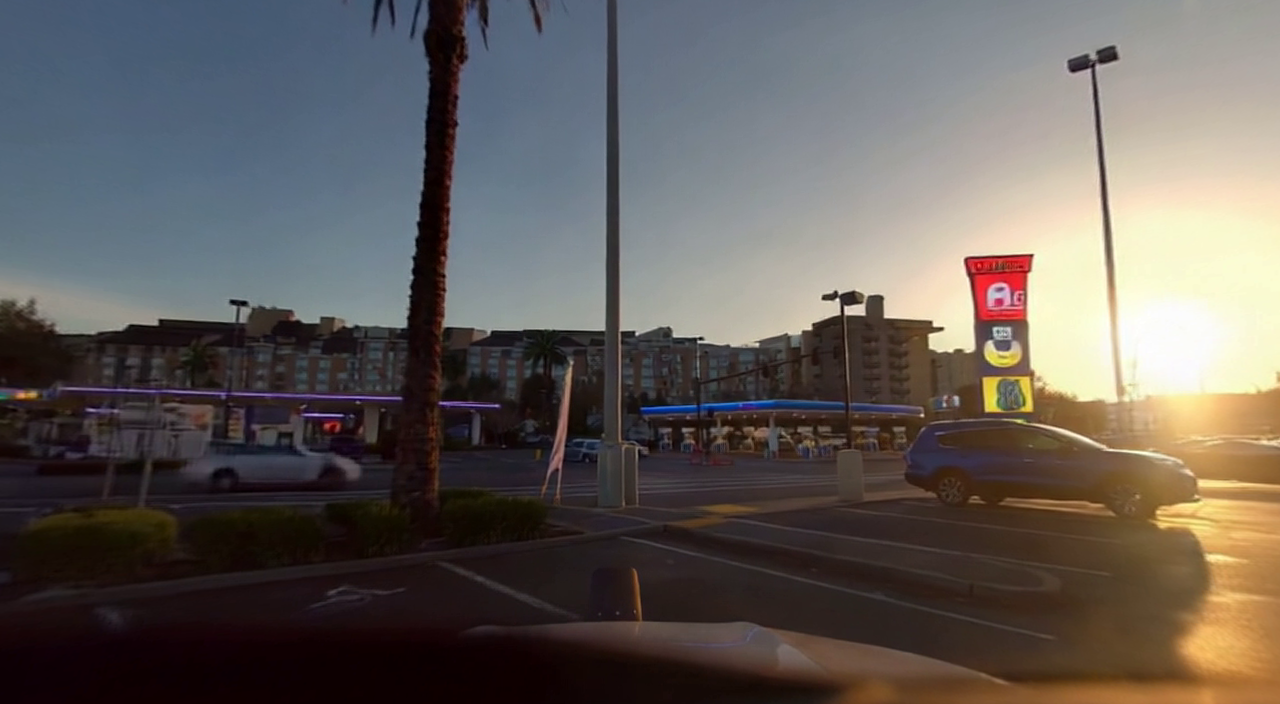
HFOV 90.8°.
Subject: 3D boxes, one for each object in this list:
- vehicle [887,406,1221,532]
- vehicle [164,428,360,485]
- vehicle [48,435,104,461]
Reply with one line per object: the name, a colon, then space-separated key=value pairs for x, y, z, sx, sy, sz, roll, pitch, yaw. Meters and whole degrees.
vehicle: x=7.423 y=2.090 z=11.903 sx=2.028 sy=1.850 sz=4.731 roll=6 pitch=-10 yaw=-35
vehicle: x=-11.160 y=3.079 z=18.889 sx=4.758 sy=1.497 sz=1.856 roll=6 pitch=-10 yaw=-34
vehicle: x=-34.082 y=5.812 z=38.257 sx=1.901 sy=1.463 sz=3.948 roll=5 pitch=-10 yaw=-33
